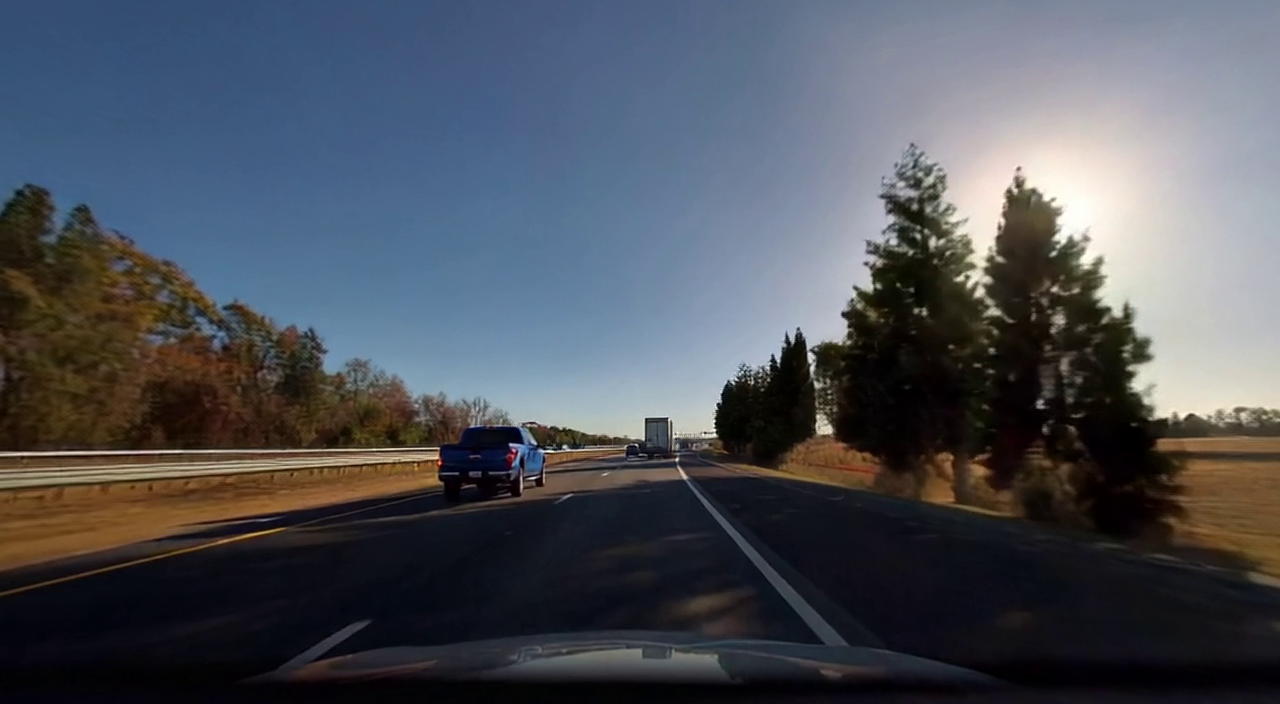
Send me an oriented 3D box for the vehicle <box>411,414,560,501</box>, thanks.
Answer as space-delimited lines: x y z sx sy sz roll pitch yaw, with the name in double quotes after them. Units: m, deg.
-3.565 2.597 15.775 2.295 1.815 4.983 0 -9 2 "vehicle"
